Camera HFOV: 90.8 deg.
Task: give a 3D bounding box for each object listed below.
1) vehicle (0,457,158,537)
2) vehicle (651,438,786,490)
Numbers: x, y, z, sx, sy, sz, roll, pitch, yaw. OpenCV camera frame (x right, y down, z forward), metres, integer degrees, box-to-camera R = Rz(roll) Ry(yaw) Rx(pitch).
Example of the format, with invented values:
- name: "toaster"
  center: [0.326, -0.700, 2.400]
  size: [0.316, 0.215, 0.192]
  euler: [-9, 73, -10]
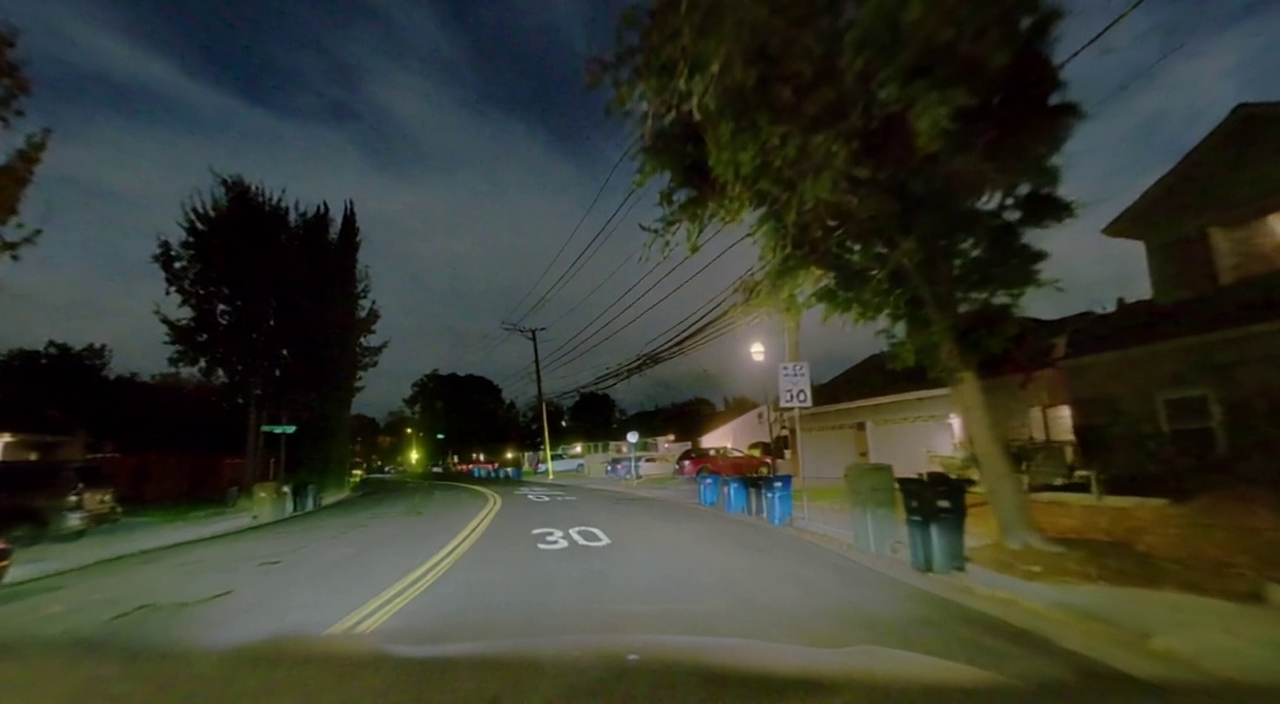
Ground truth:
- name: "vehicle"
  center: [-13.257, 2.992, 13.270]
  size: [4.498, 1.526, 1.952]
  euler: [0, -9, -4]
- name: "vehicle"
  center: [3.332, 4.814, 27.224]
  size: [5.229, 1.790, 2.153]
  euler: [-1, -11, -15]
